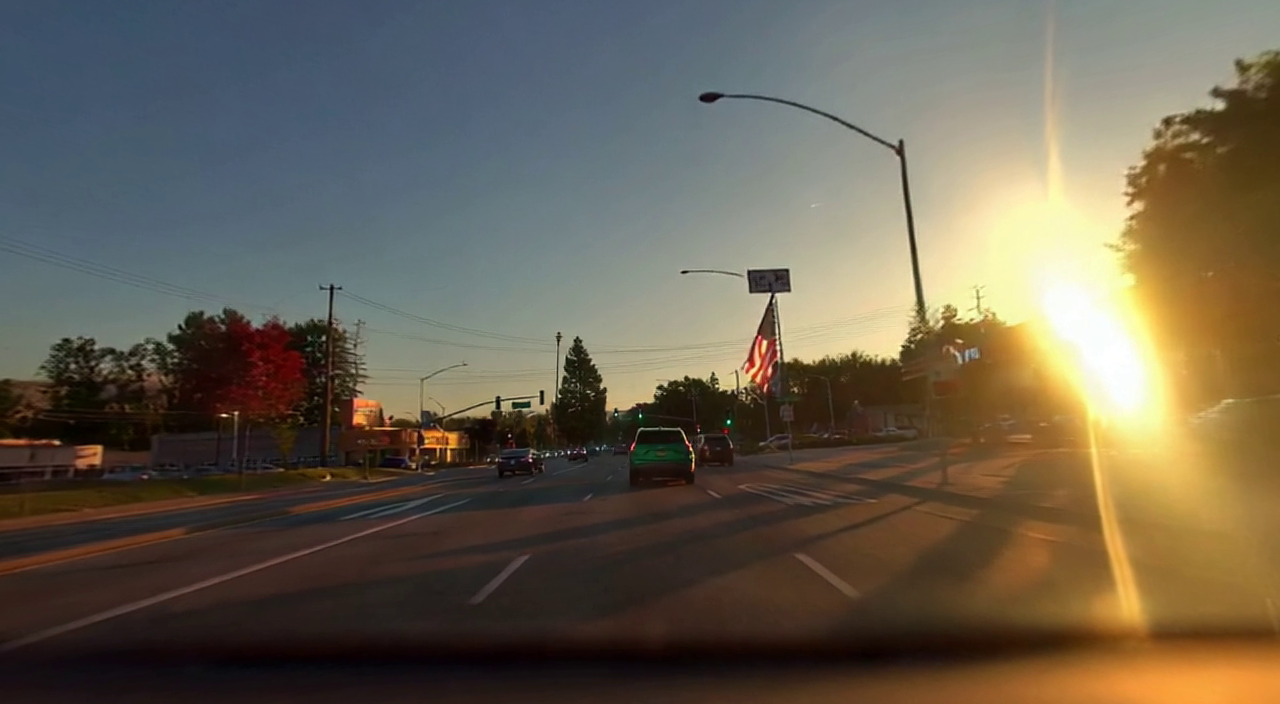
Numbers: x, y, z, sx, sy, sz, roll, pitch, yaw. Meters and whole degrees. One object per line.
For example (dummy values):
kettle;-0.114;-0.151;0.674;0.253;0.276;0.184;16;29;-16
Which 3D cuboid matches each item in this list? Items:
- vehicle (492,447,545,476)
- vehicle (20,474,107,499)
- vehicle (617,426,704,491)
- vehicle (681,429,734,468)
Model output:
vehicle;-6.567;5.939;34.585;1.966;1.461;4.422;0;-8;1
vehicle;-41.005;9.540;45.016;1.792;1.450;4.553;-1;-8;2
vehicle;0.566;3.499;21.042;2.513;1.854;5.235;0;-8;-1
vehicle;3.919;5.758;37.689;2.452;2.148;5.877;0;-8;-1
